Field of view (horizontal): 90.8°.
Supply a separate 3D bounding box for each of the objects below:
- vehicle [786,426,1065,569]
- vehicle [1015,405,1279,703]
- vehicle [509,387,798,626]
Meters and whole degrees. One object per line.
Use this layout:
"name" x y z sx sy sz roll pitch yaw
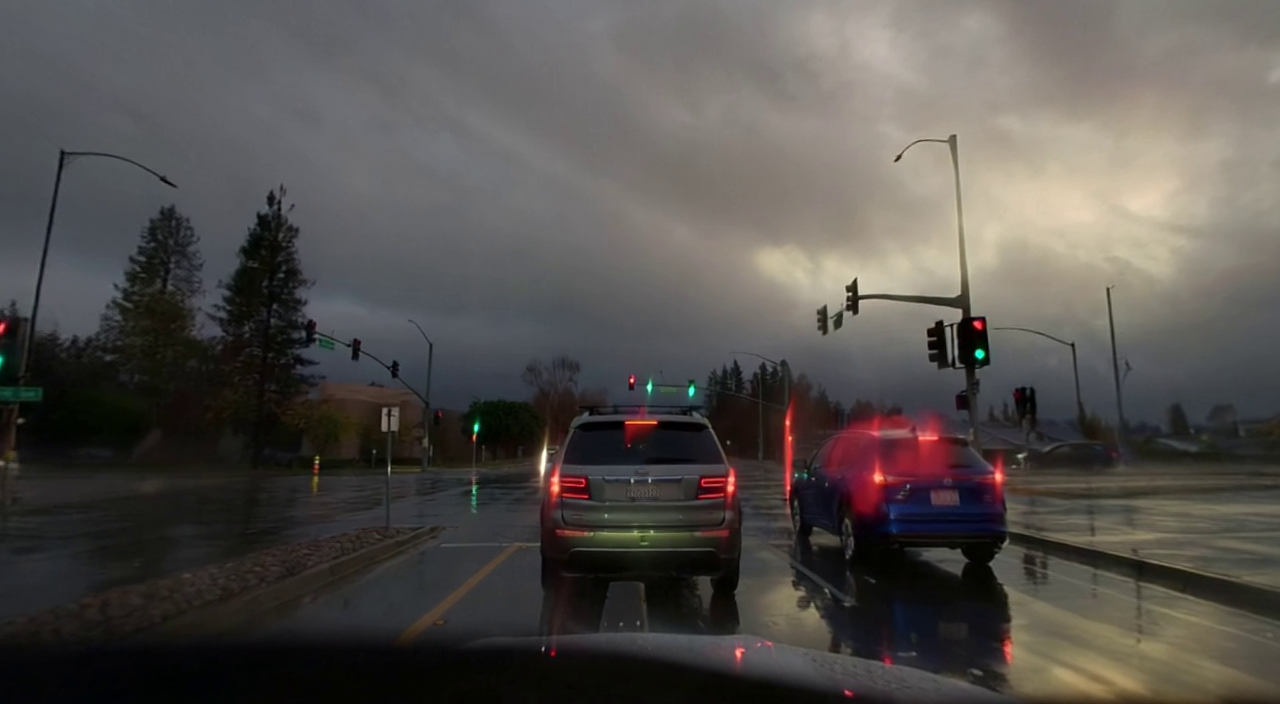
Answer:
"vehicle" 3.524 1.859 8.863 1.861 1.495 4.215 0 -8 -1
"vehicle" 3.161 0.814 1.433 1.924 1.466 4.461 0 -8 1
"vehicle" 0.103 1.493 7.067 2.170 1.793 4.468 0 -8 0
